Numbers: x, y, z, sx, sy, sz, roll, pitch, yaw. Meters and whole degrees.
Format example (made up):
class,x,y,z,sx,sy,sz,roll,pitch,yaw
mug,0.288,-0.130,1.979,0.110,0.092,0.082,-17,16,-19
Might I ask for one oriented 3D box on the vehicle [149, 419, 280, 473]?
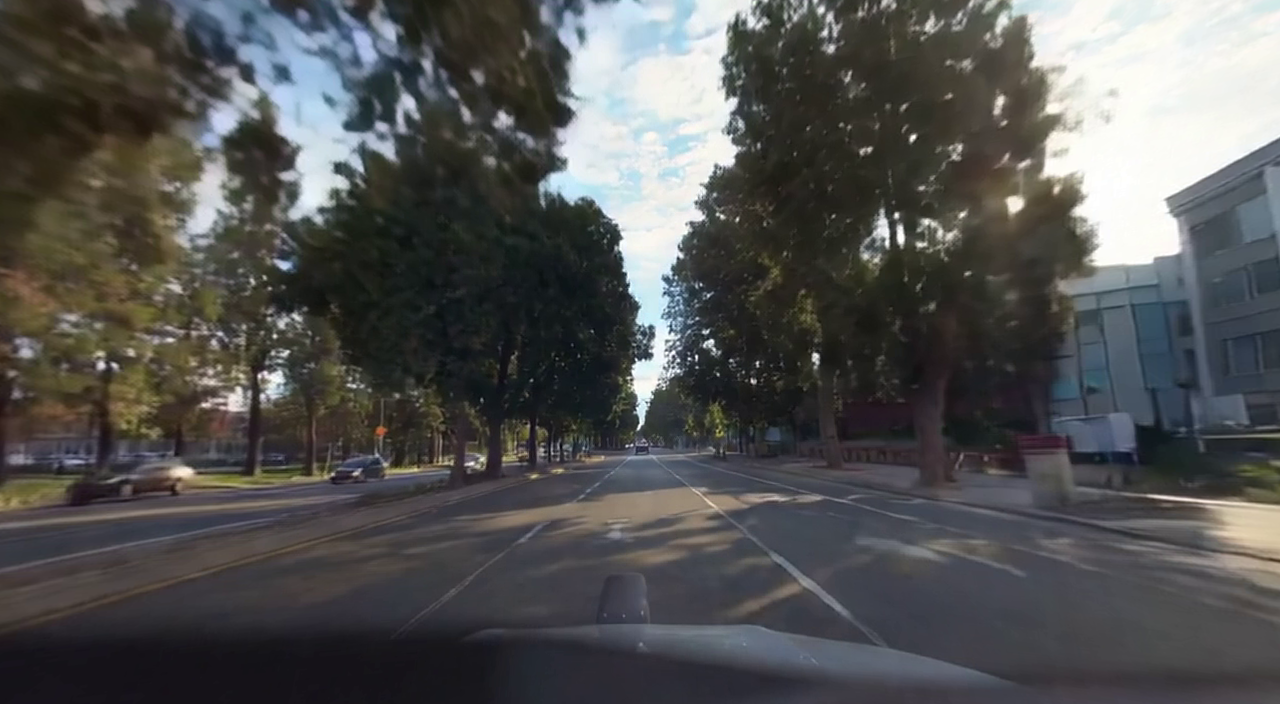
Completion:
class,x,y,z,sx,sy,sz,roll,pitch,yaw
vehicle,-30.574,6.836,45.760,2.818,3.500,8.930,0,-9,3

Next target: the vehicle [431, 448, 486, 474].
class,x,y,z,sx,sy,sz,roll,pitch,yaw
vehicle,-11.255,6.748,39.174,2.058,1.453,4.580,0,-9,0

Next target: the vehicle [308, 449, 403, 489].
class,x,y,z,sx,sy,sz,roll,pitch,yaw
vehicle,-11.557,4.738,25.881,1.712,1.459,4.614,0,-9,1

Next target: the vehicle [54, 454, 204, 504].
class,x,y,z,sx,sy,sz,roll,pitch,yaw
vehicle,-18.083,4.474,22.532,1.816,1.527,4.226,0,-9,0
